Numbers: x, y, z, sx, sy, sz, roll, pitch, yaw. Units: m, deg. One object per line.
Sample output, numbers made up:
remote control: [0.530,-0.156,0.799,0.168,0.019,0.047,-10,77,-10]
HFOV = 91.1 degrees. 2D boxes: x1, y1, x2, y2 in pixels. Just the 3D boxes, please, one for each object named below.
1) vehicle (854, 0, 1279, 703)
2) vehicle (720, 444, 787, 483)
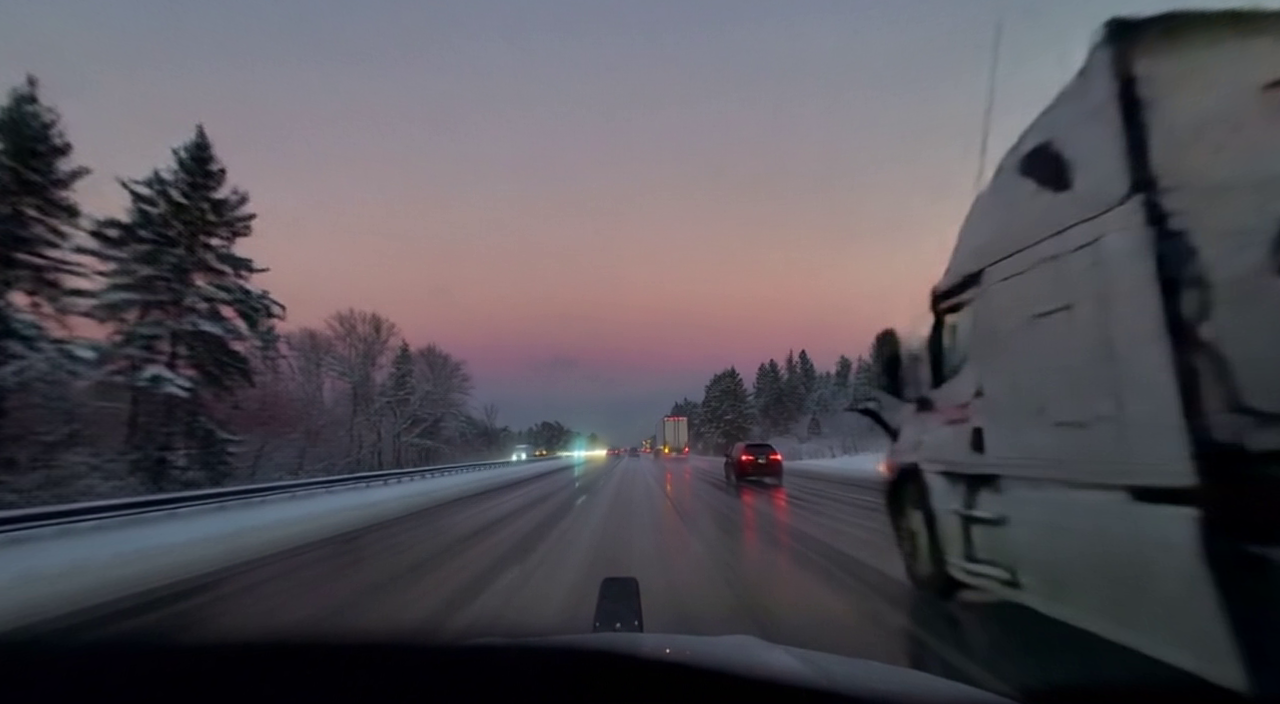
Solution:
vehicle: [3.942,-0.108,3.607,3.059,3.910,6.030,0,-9,-1]
vehicle: [4.564,4.544,25.828,1.910,1.474,3.776,0,-9,-2]
